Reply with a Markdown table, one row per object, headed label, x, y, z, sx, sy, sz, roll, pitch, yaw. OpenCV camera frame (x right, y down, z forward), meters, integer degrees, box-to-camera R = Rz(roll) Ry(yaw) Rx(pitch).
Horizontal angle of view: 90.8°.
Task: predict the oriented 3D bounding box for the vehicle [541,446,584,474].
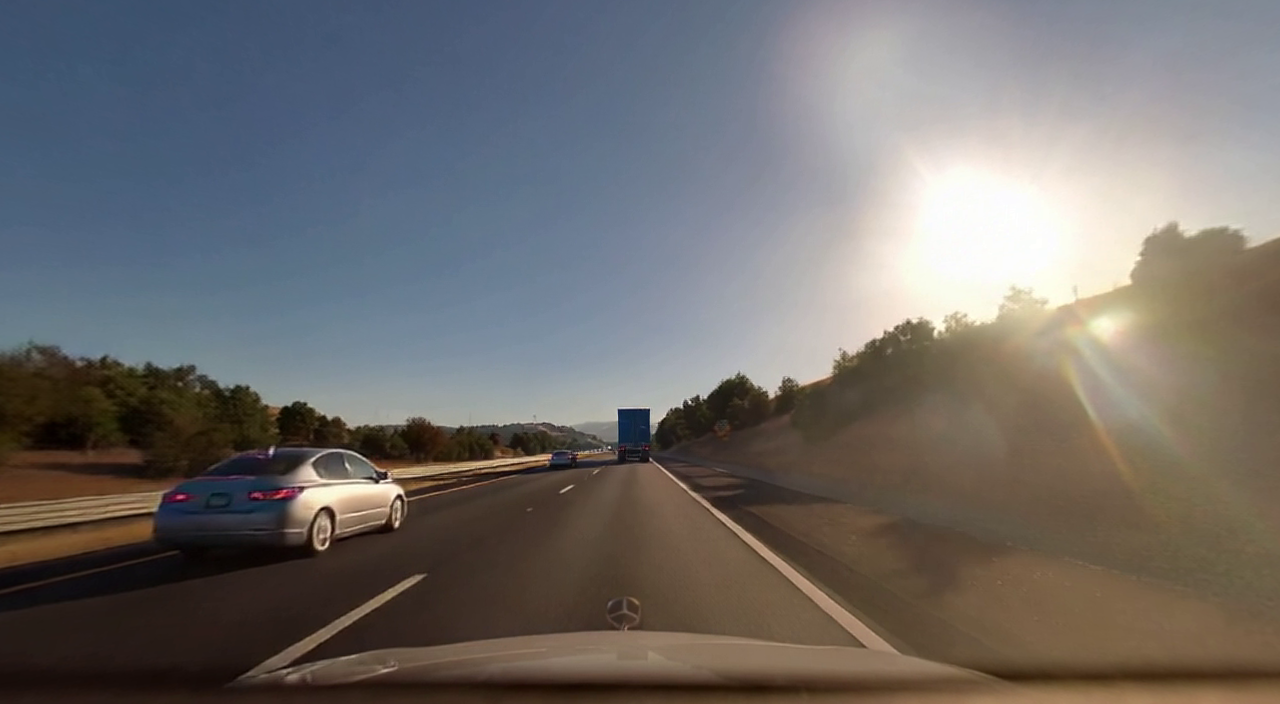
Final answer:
| label | x | y | z | sx | sy | sz | roll | pitch | yaw |
| --- | --- | --- | --- | --- | --- | --- | --- | --- | --- |
| vehicle | -4.426 | 6.230 | 36.688 | 1.978 | 1.507 | 4.062 | 0 | -9 | 0 |

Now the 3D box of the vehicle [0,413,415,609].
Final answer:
| label | x | y | z | sx | sy | sz | roll | pitch | yaw |
| --- | --- | --- | --- | --- | --- | --- | --- | --- | --- |
| vehicle | -4.444 | 1.653 | 7.446 | 1.991 | 1.618 | 4.211 | 0 | -9 | 0 |
